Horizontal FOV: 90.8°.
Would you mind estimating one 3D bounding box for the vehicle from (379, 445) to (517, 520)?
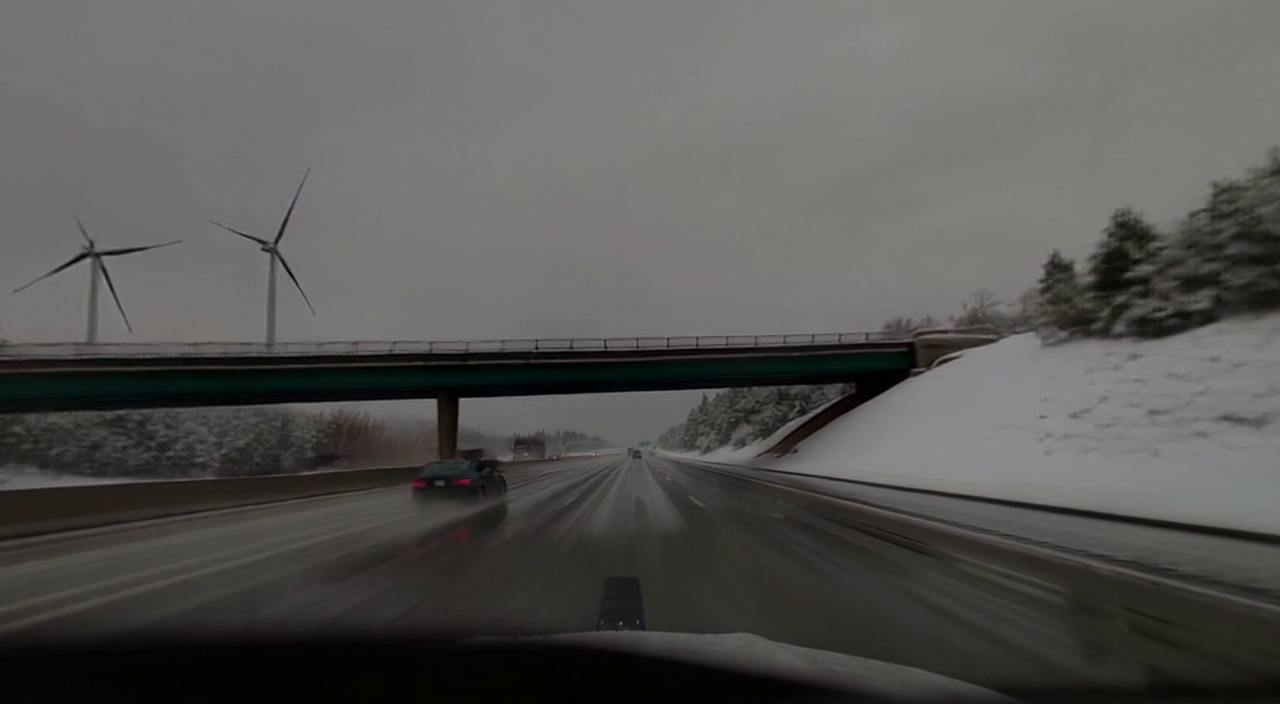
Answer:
[{"bbox_3d":[-4.286,2.964,14.838,1.921,1.481,4.120,0,-9,0],"label":"vehicle"}]
